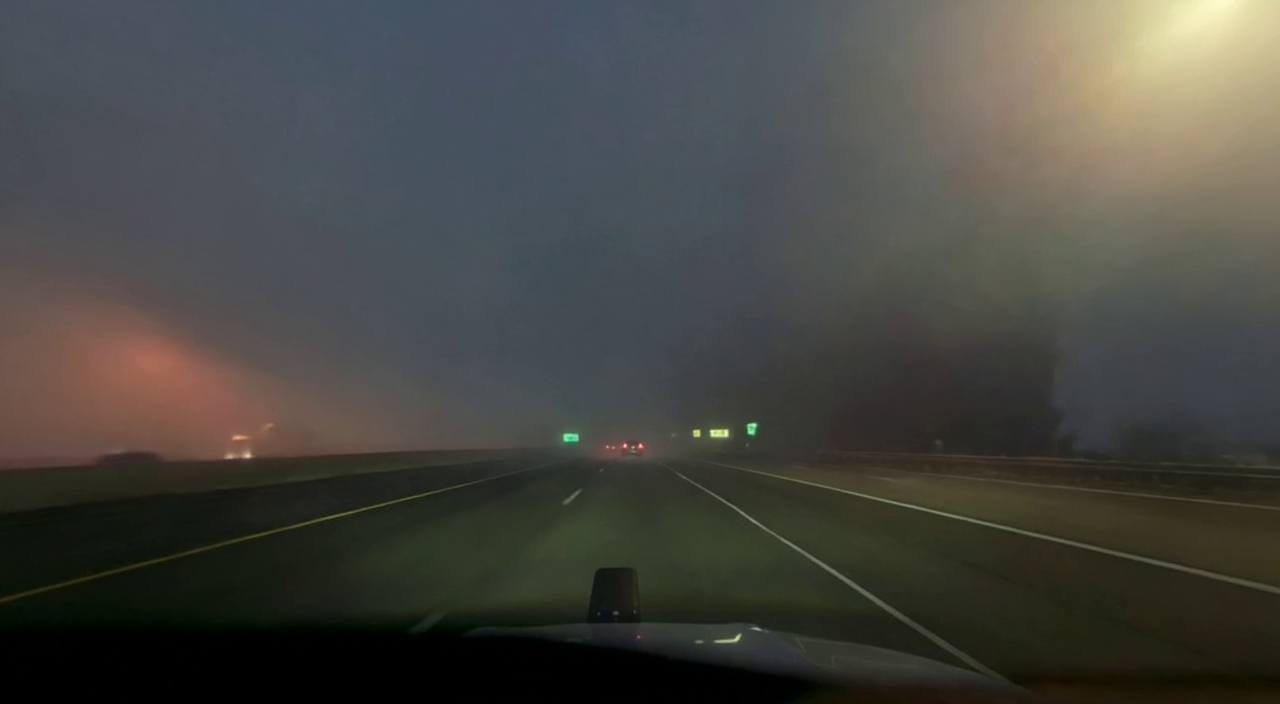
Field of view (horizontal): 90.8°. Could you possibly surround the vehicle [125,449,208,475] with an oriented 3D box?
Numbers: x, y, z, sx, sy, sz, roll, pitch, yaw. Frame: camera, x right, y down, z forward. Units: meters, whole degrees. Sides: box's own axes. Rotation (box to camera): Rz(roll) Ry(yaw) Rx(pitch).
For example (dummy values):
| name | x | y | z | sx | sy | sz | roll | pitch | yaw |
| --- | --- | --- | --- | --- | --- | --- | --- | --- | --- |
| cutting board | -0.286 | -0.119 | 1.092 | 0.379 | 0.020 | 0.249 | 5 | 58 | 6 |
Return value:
| name | x | y | z | sx | sy | sz | roll | pitch | yaw |
| --- | --- | --- | --- | --- | --- | --- | --- | --- | --- |
| vehicle | -32.048 | 7.438 | 42.983 | 2.005 | 1.638 | 4.730 | 0 | -9 | -1 |
